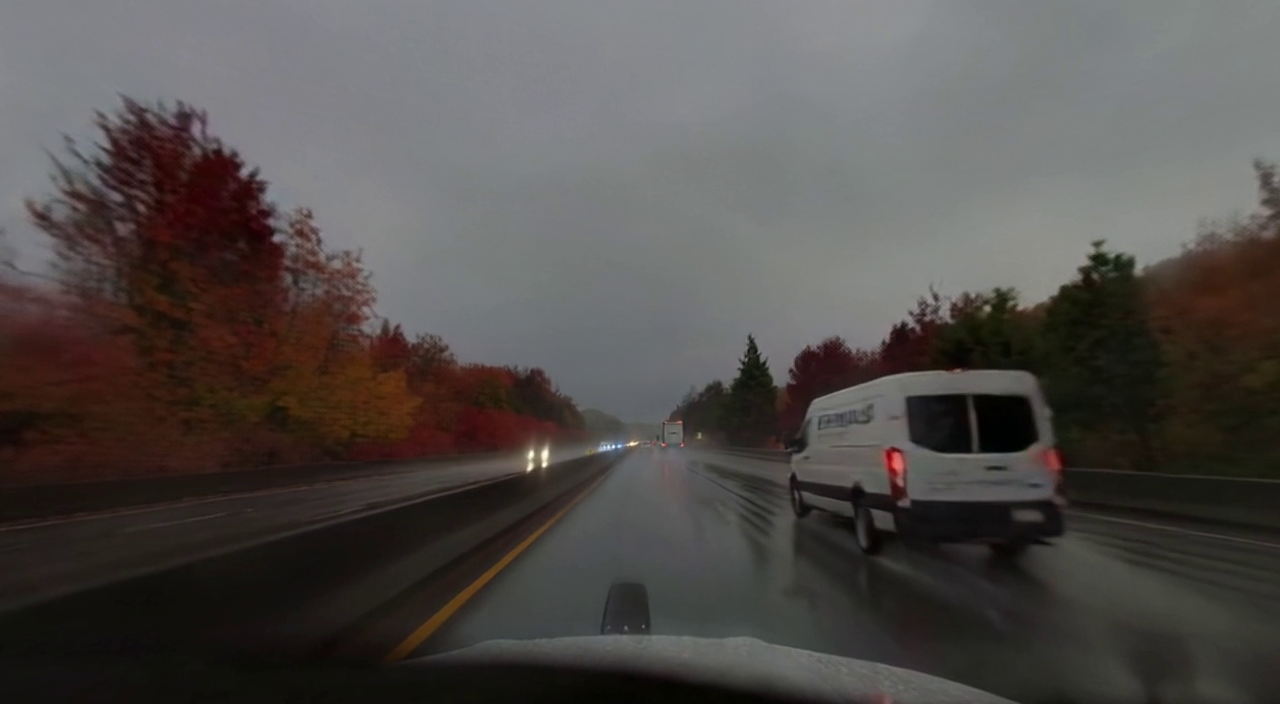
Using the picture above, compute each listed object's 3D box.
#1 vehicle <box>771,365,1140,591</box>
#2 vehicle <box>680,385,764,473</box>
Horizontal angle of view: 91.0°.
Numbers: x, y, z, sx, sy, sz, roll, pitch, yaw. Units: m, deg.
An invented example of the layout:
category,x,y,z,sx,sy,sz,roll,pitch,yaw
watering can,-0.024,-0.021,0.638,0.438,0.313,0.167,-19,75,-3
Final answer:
category,x,y,z,sx,sy,sz,roll,pitch,yaw
vehicle,3.495,1.540,8.507,2.291,2.112,5.052,0,-8,0
vehicle,4.437,4.827,38.006,3.208,4.202,15.777,0,-8,1
